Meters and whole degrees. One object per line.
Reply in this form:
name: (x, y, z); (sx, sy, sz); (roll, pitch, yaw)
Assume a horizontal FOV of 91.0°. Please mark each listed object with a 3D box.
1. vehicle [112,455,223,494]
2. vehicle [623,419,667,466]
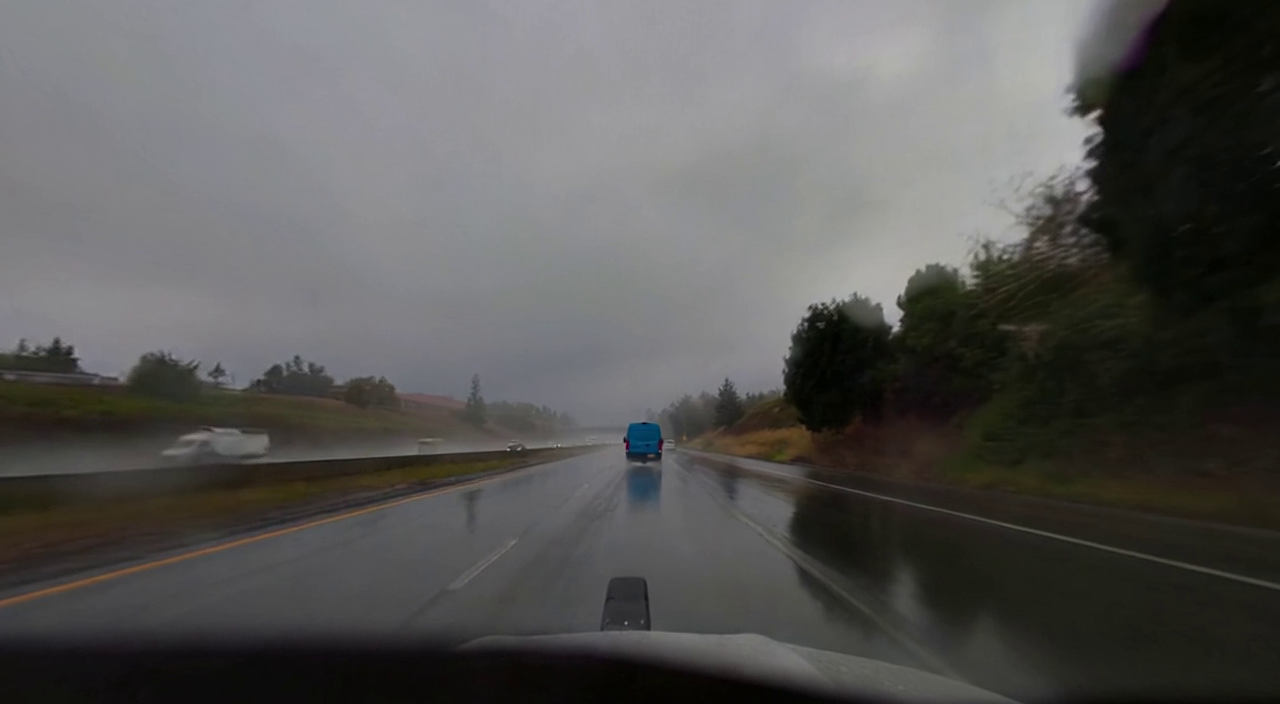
vehicle: (-19.967, 5.163, 26.790); (1.729, 1.462, 3.824); (0, -8, 0)
vehicle: (0.267, 5.223, 36.273); (2.329, 2.483, 5.428); (0, -8, 0)
